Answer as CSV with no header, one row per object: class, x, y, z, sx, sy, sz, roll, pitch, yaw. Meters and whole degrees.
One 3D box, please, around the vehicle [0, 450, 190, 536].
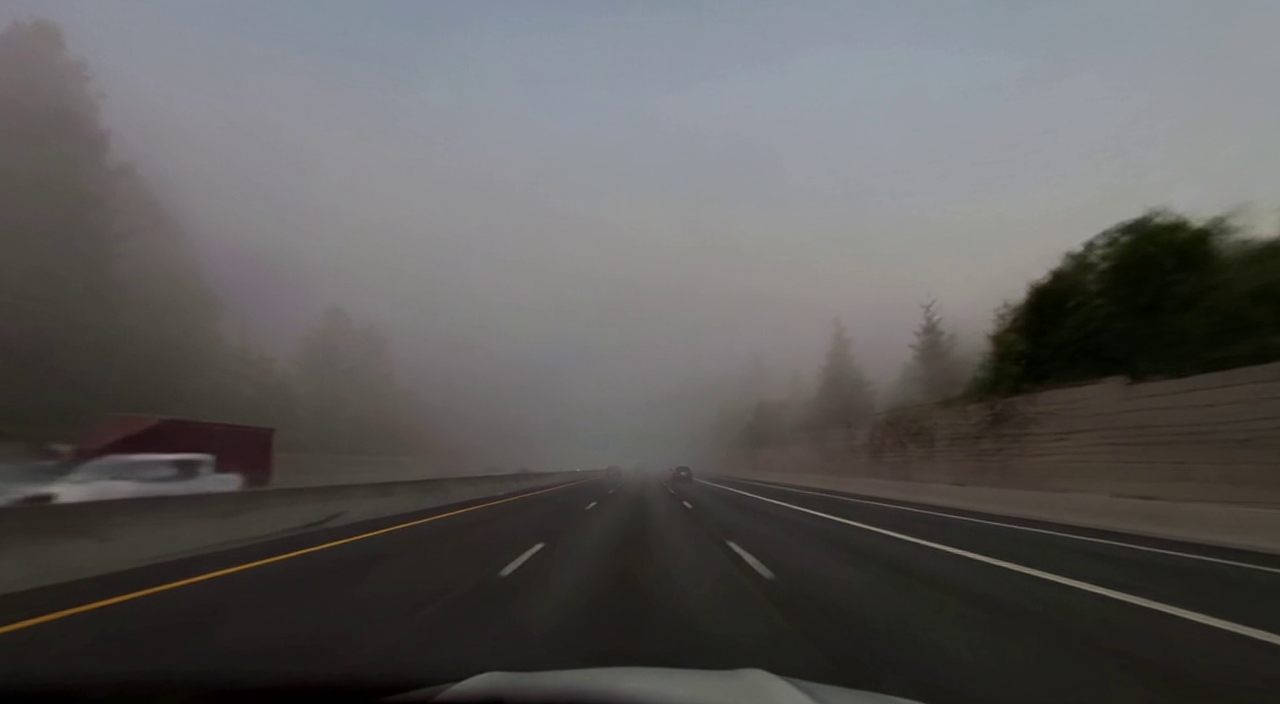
vehicle,-10.661,2.583,11.924,1.690,1.352,3.506,1,-10,-1
